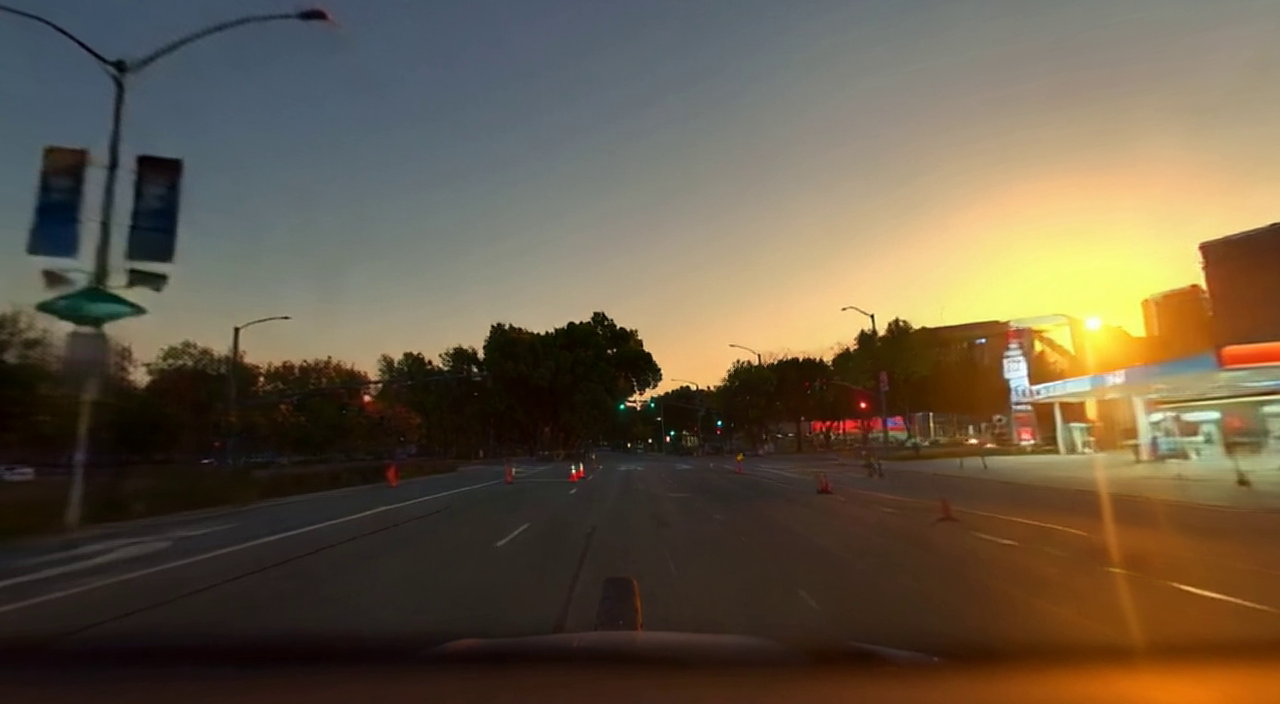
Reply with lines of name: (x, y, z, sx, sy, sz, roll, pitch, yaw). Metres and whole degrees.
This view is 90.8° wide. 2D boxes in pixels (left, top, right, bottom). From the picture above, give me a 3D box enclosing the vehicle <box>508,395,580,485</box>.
vehicle: (-4.067, 3.747, 27.225, 2.637, 3.576, 3.006, -2, -7, -1)
